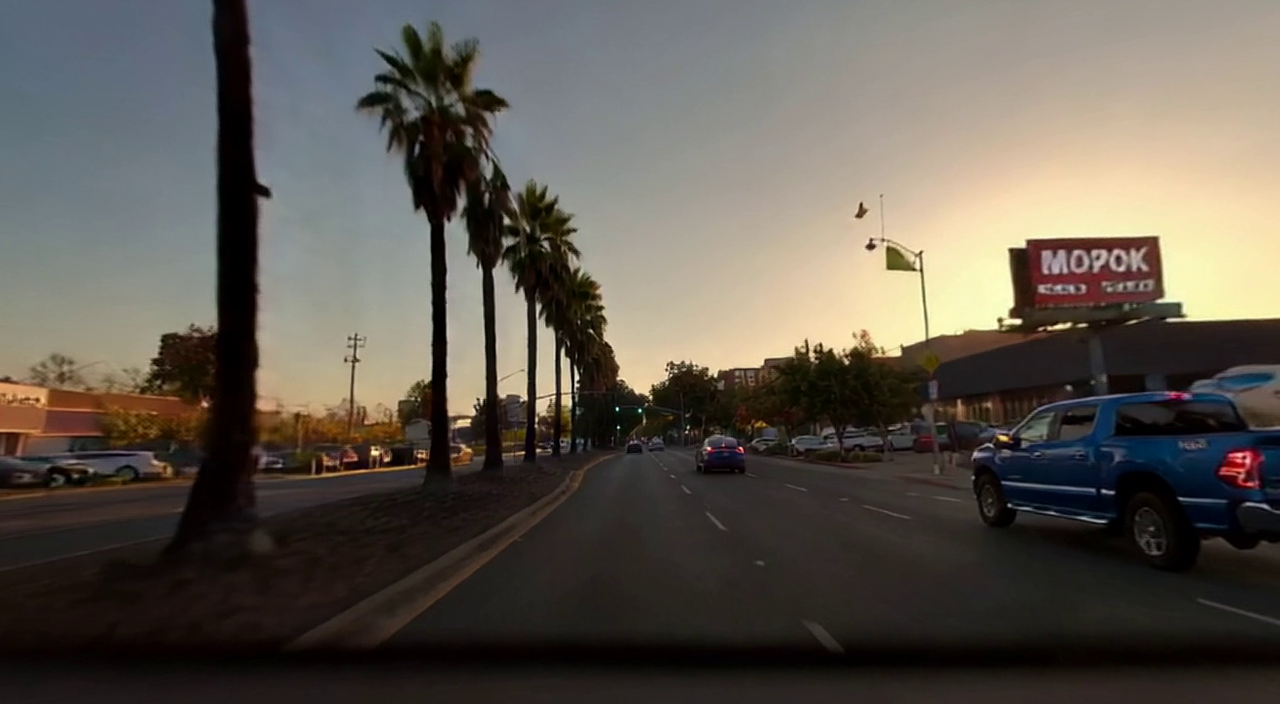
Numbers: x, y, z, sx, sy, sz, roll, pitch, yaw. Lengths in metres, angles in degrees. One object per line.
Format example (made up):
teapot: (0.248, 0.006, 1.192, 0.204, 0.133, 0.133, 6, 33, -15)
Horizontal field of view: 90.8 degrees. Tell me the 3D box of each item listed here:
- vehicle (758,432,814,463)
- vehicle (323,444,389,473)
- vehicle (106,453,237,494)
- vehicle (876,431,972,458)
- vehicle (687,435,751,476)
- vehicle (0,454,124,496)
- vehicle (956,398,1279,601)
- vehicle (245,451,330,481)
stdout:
vehicle: (10.170, 6.735, 44.631, 2.417, 2.061, 5.980, 0, -8, -1)
vehicle: (-19.172, 7.179, 42.957, 2.066, 1.825, 5.291, 0, -8, 0)
vehicle: (-19.389, 5.027, 26.490, 1.900, 1.481, 4.684, 0, -8, 0)
vehicle: (19.852, 6.491, 44.259, 5.804, 1.683, 2.529, -6, -9, 28)
vehicle: (3.143, 4.232, 26.063, 1.889, 1.541, 4.303, 0, -8, -2)
vehicle: (-24.320, 5.011, 26.083, 1.899, 1.499, 4.911, 0, -8, -1)
vehicle: (6.166, 1.519, 7.351, 2.140, 1.606, 5.437, 0, -8, 0)
vehicle: (-19.454, 6.283, 35.171, 1.871, 1.519, 5.002, 0, -8, 0)
